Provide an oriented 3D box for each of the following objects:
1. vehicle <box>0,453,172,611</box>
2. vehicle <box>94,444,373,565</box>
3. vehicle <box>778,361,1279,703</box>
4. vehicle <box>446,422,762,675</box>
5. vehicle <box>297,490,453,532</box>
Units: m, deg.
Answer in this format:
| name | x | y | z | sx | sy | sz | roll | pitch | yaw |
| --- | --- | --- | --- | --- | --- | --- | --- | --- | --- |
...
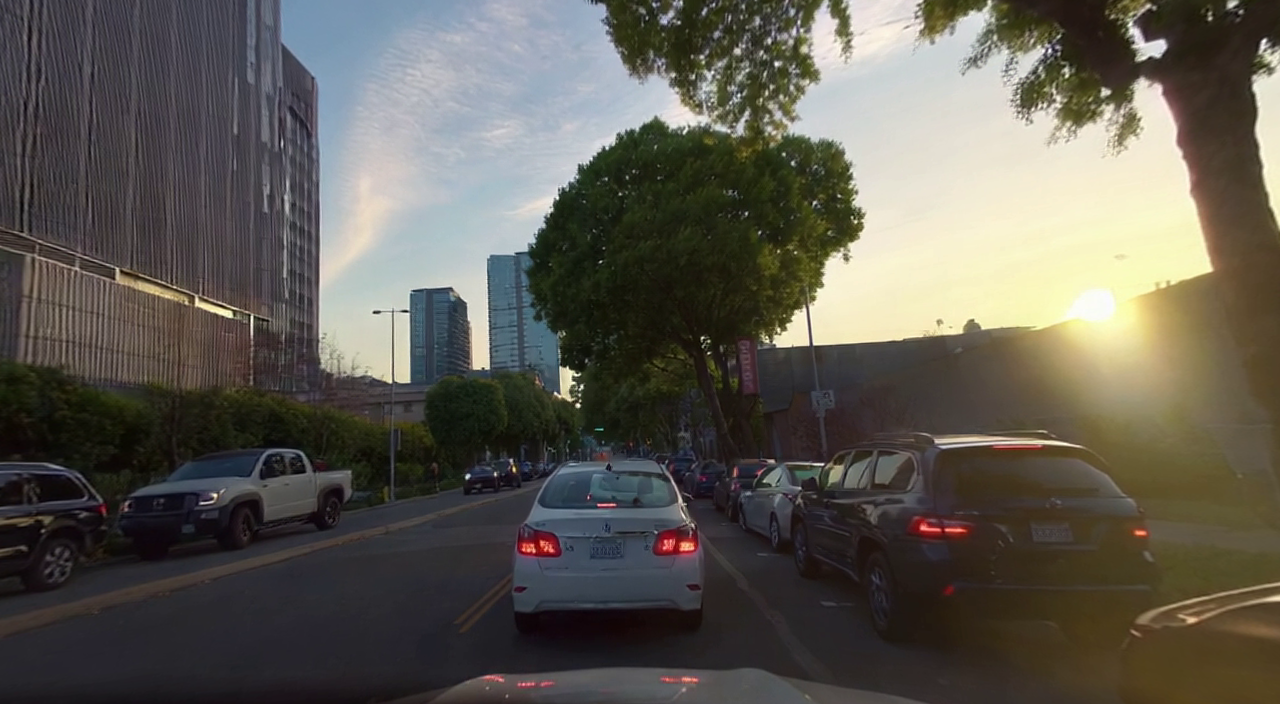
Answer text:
| name | x | y | z | sx | sy | sz | roll | pitch | yaw |
| --- | --- | --- | --- | --- | --- | --- | --- | --- | --- |
| vehicle | -6.988 | 1.685 | 5.891 | 1.900 | 1.471 | 4.202 | 1 | -10 | 0 |
| vehicle | -6.829 | 2.583 | 11.360 | 1.994 | 1.701 | 4.520 | 0 | -10 | 0 |
| vehicle | 2.710 | 1.417 | 5.703 | 1.868 | 1.920 | 4.501 | 1 | -10 | 0 |
| vehicle | -0.208 | 1.595 | 5.942 | 2.018 | 1.583 | 3.646 | 1 | -10 | 1 |
| vehicle | -6.955 | 4.270 | 17.213 | 2.223 | 0.774 | 4.789 | 1 | -10 | 0 |
